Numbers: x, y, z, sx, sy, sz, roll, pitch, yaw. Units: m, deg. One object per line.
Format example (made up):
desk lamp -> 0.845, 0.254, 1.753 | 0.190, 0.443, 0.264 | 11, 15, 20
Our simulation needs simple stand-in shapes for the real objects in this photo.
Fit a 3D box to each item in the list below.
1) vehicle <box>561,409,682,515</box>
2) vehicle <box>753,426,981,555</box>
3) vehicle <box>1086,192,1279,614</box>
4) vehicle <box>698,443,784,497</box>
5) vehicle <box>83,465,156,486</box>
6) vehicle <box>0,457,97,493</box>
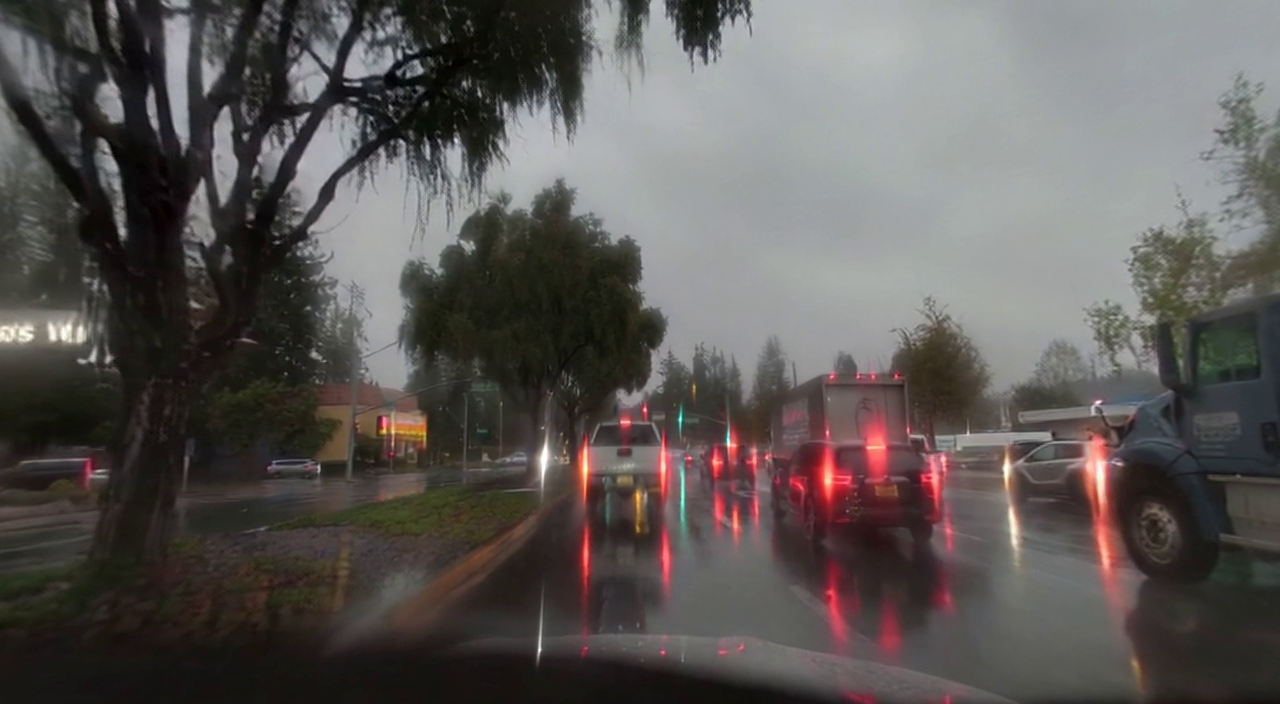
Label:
vehicle -> -0.407, 2.670, 15.766 | 2.499, 2.183, 5.111 | 0, -9, -1
vehicle -> 3.280, 2.117, 10.435 | 1.905, 1.587, 4.998 | 0, -9, 0
vehicle -> 6.495, 0.134, 3.276 | 2.802, 3.322, 7.429 | 0, -9, 0
vehicle -> 3.061, 3.668, 20.097 | 1.922, 1.483, 4.436 | 0, -9, -1
vehicle -> -37.974, 8.999, 46.095 | 4.150, 1.474, 1.826 | -2, -9, 12
vehicle -> -28.611, 5.879, 30.395 | 1.730, 1.534, 3.922 | 1, -9, -7
